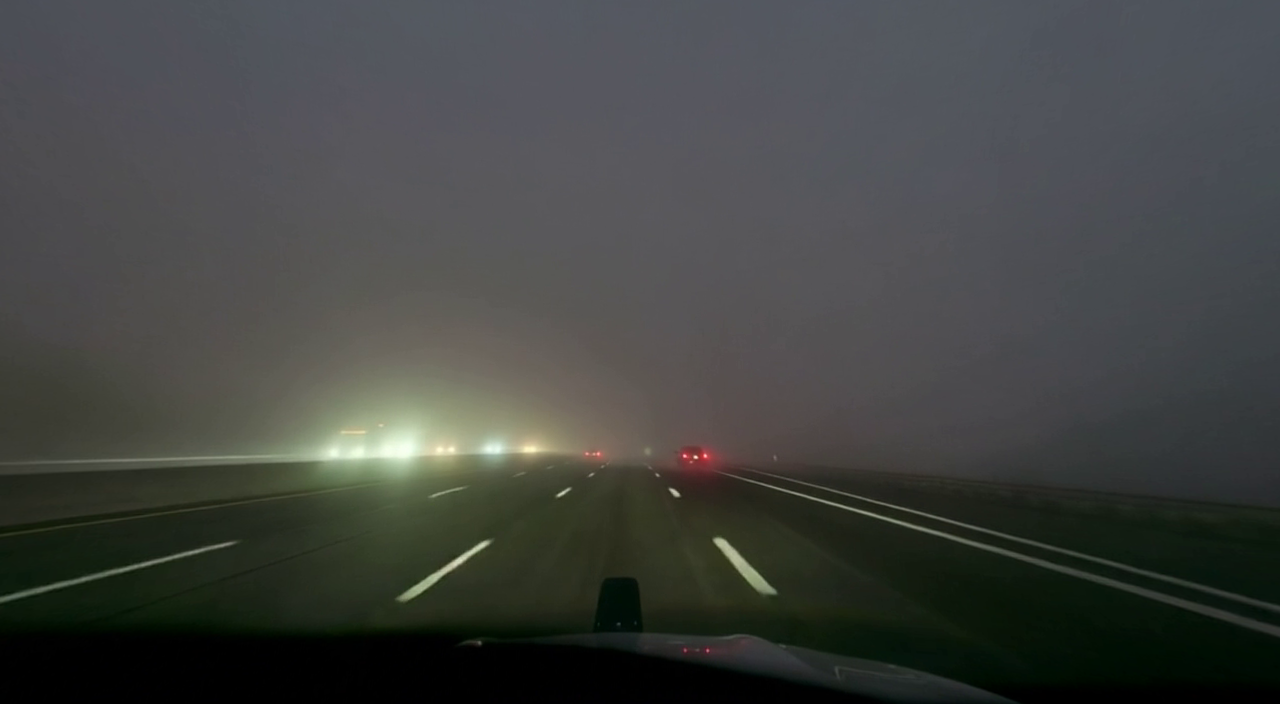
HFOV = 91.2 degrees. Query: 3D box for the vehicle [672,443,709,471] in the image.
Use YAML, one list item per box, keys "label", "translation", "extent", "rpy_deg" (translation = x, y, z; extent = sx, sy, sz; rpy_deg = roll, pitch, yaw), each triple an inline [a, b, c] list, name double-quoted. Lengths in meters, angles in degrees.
- label: "vehicle"
  translation: [3.039, 6.414, 38.464]
  extent: [1.895, 1.555, 4.030]
  rpy_deg: [0, -9, 0]
